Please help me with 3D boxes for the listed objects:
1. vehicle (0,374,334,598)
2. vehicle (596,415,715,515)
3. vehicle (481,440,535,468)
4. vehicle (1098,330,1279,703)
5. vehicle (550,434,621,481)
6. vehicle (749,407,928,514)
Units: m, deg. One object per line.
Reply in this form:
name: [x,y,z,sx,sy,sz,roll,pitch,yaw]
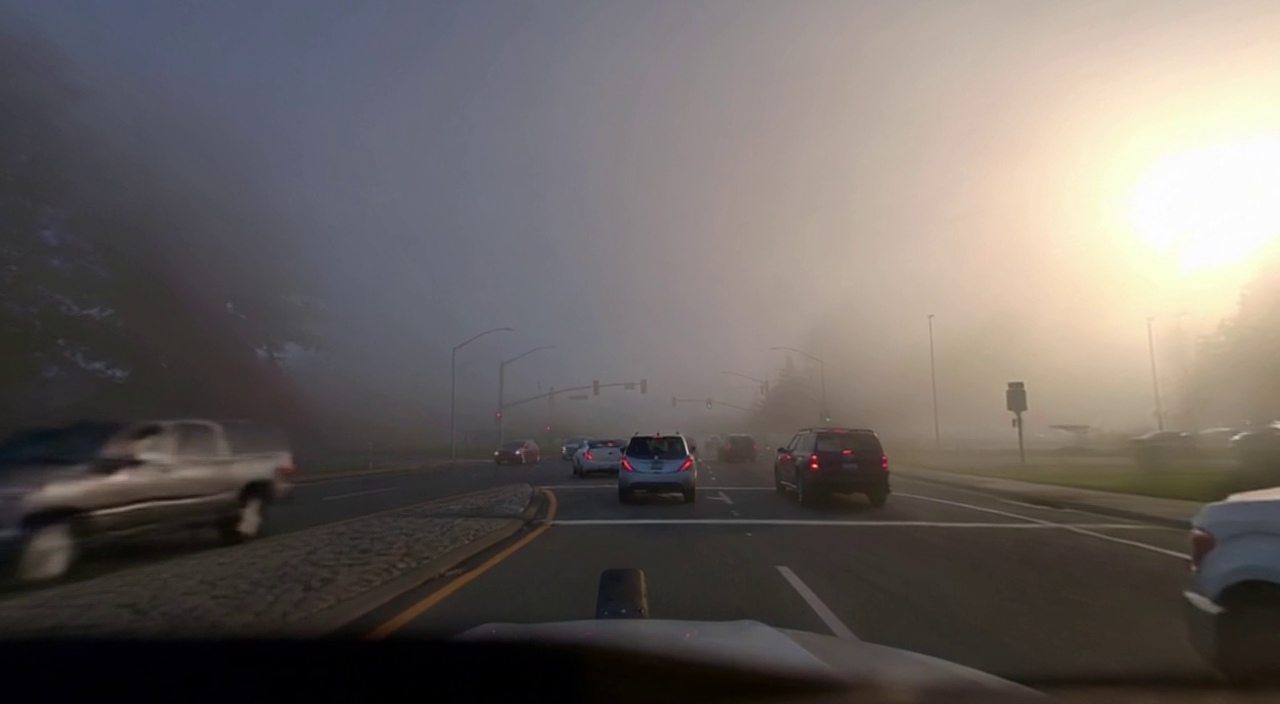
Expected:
vehicle: [-6.830,1.621,8.428,2.355,2.005,5.673,0,-9,3]
vehicle: [0.394,2.309,13.293,2.113,1.768,3.901,0,-9,3]
vehicle: [-7.455,5.801,36.068,1.868,1.496,4.219,-1,-9,5]
vehicle: [3.508,0.592,0.983,2.114,1.765,4.647,0,-9,1]
vehicle: [-1.892,3.815,23.128,2.023,1.494,4.259,-2,-8,3]
vehicle: [3.988,2.352,14.075,2.317,1.857,5.940,0,-9,3]
